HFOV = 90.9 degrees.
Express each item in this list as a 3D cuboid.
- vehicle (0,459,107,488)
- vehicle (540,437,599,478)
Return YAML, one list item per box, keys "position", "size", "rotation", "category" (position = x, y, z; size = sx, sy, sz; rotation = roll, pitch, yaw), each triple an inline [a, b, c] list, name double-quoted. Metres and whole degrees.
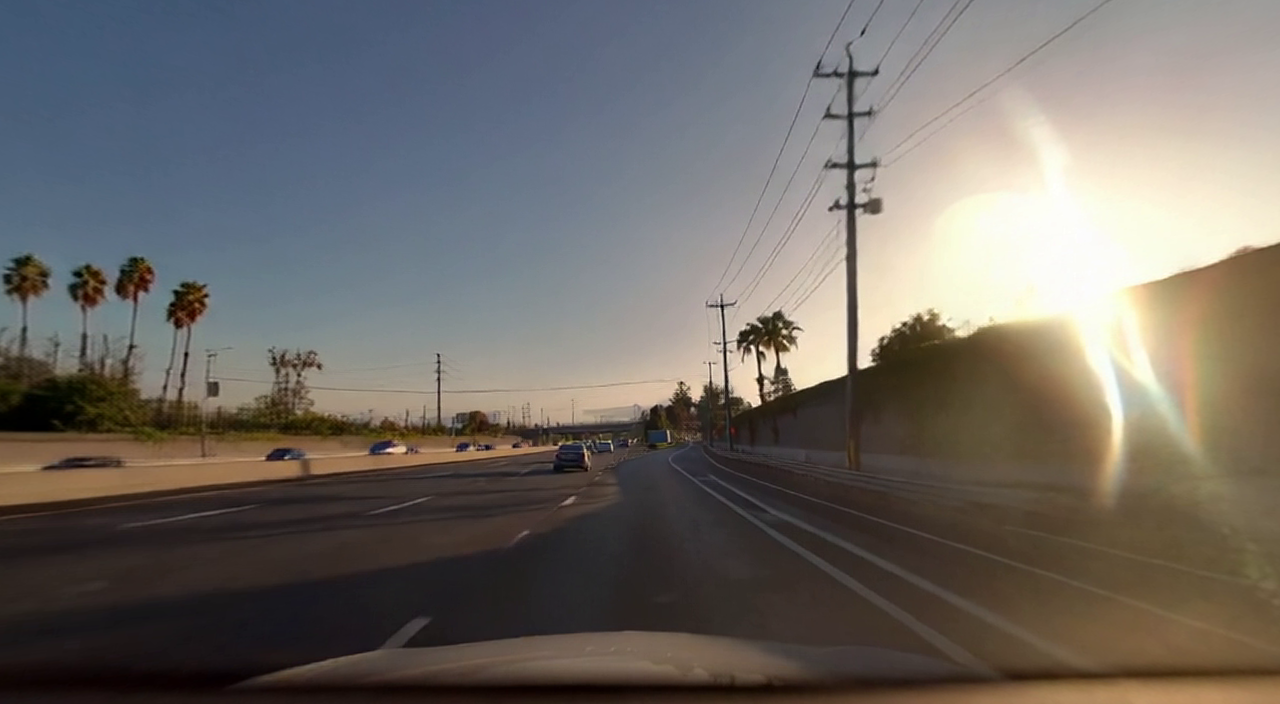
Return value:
- position: [-31.522, 6.484, 33.807]
  size: [1.866, 1.322, 4.650]
  rotation: [0, -8, 0]
  category: "vehicle"
- position: [-2.958, 4.530, 27.282]
  size: [2.029, 1.609, 3.935]
  rotation: [0, -8, 1]
  category: "vehicle"
